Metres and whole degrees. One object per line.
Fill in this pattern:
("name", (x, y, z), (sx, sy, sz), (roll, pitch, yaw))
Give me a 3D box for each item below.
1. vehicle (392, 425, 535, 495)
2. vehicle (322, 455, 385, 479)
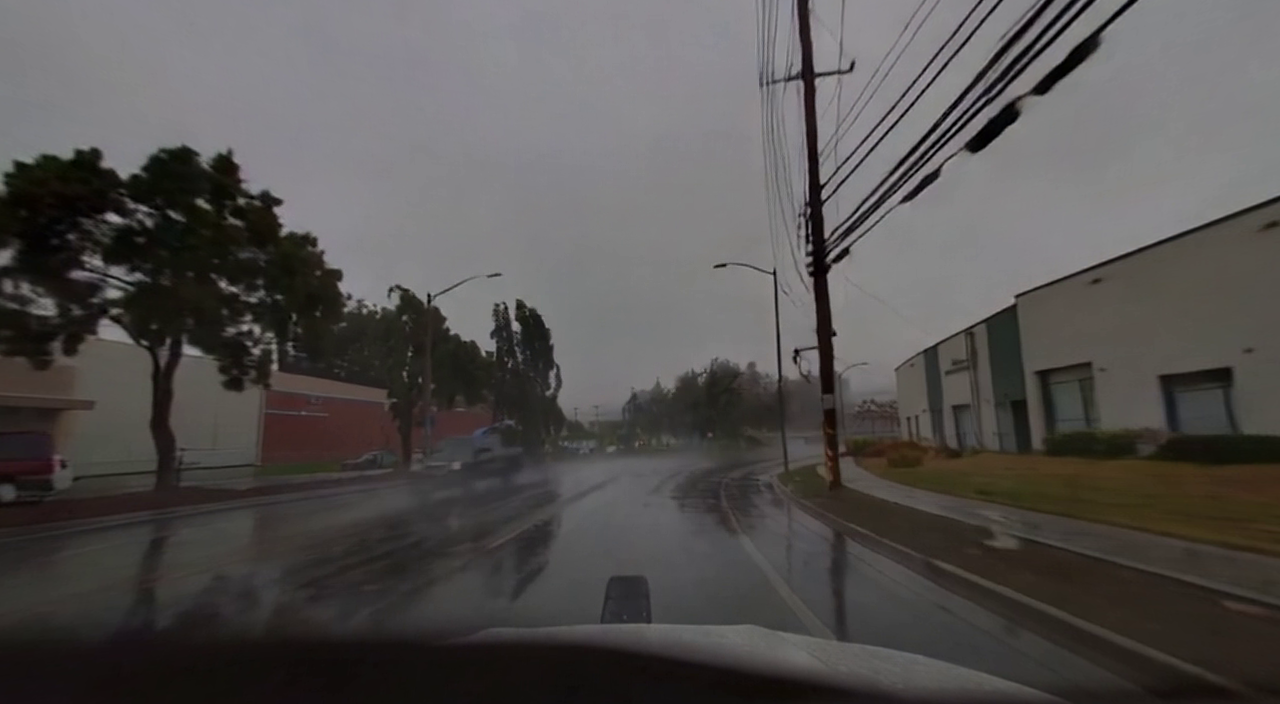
("vehicle", (-5.493, 3.480, 20.685), (2.490, 1.961, 5.553), (-1, -9, 7))
("vehicle", (-19.652, 7.827, 43.174), (4.606, 1.463, 1.940), (-7, -11, 38))
